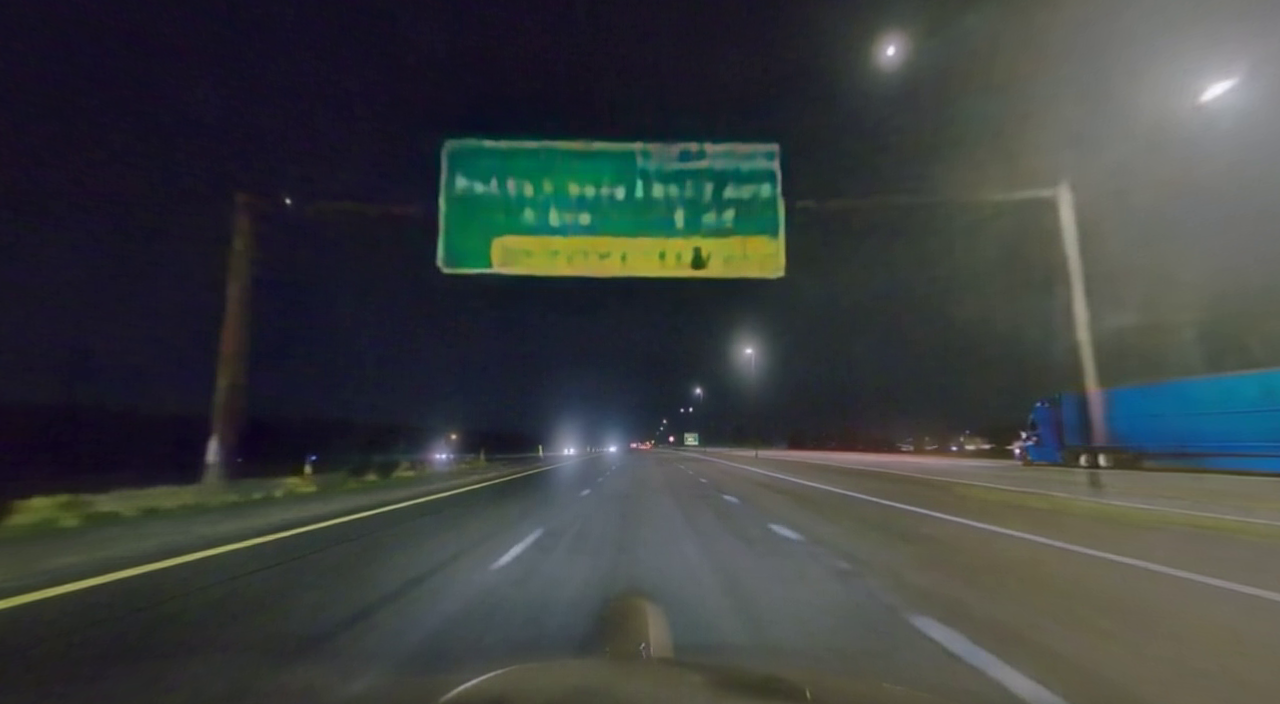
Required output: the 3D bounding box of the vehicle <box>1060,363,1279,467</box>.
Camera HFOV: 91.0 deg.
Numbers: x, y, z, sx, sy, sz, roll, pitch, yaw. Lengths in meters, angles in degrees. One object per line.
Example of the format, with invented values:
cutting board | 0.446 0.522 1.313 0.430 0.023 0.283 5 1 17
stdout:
vehicle | 25.853 2.669 25.992 2.836 4.027 14.280 4 -9 -27
